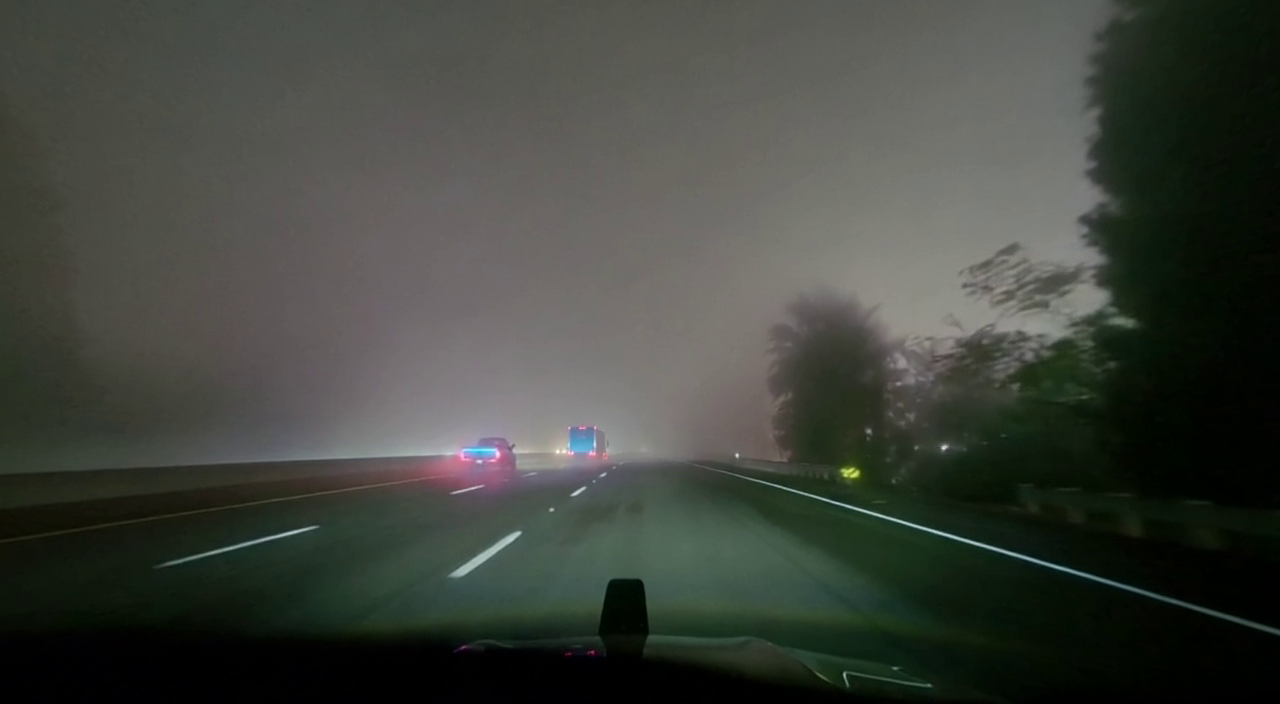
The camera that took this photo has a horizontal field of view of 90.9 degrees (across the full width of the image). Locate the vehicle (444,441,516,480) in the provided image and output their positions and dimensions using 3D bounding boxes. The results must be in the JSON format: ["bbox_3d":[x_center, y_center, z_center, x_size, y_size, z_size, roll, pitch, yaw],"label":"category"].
[{"bbox_3d":[-7.156,4.877,28.693,2.075,1.646,4.405,0,-8,0],"label":"vehicle"}]

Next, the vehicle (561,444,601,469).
[{"bbox_3d":[-3.800,6.860,41.570,2.184,1.554,4.350,0,-8,1],"label":"vehicle"}]
